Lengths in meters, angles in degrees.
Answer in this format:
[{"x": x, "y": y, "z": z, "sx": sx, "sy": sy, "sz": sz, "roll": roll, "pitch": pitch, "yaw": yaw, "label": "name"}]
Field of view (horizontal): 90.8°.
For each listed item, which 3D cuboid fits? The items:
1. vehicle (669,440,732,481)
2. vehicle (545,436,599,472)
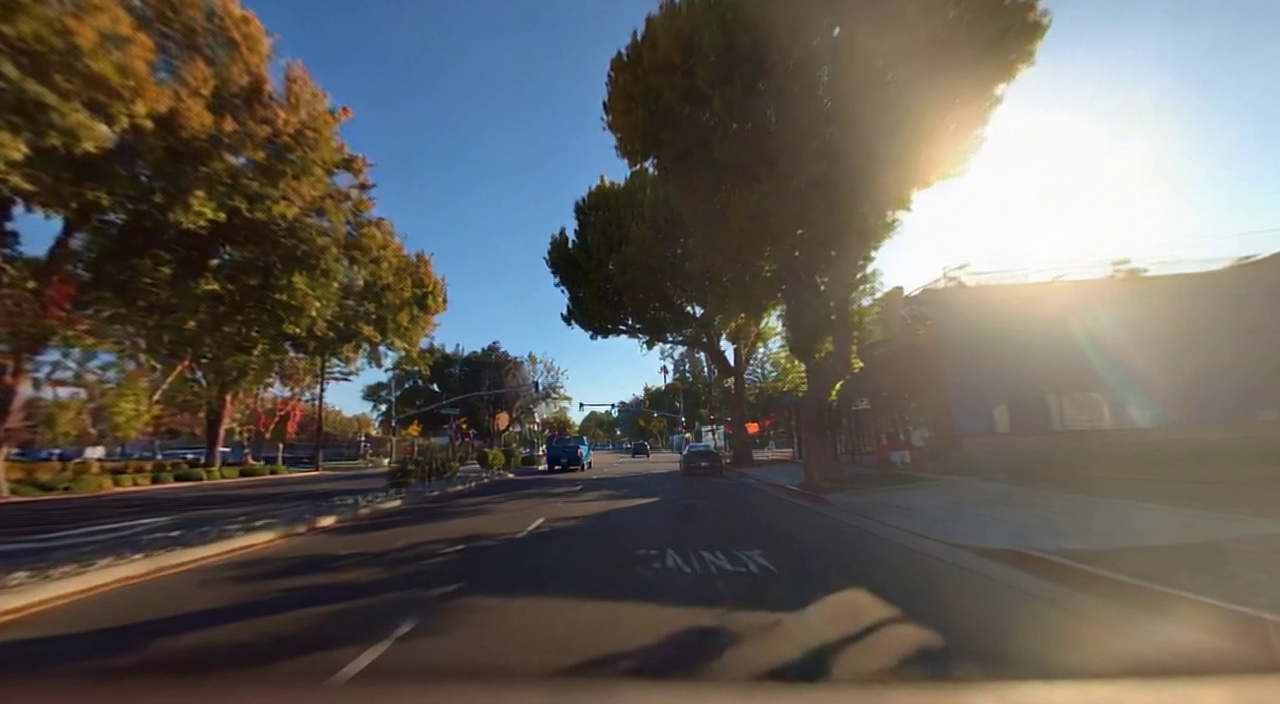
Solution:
[{"x": 2.304, "y": 4.258, "z": 25.016, "sx": 2.103, "sy": 1.487, "sz": 4.101, "roll": 0, "pitch": -9, "yaw": 0, "label": "vehicle"}, {"x": -3.505, "y": 5.385, "z": 33.519, "sx": 2.464, "sy": 1.777, "sz": 5.128, "roll": 0, "pitch": -9, "yaw": -2, "label": "vehicle"}]
